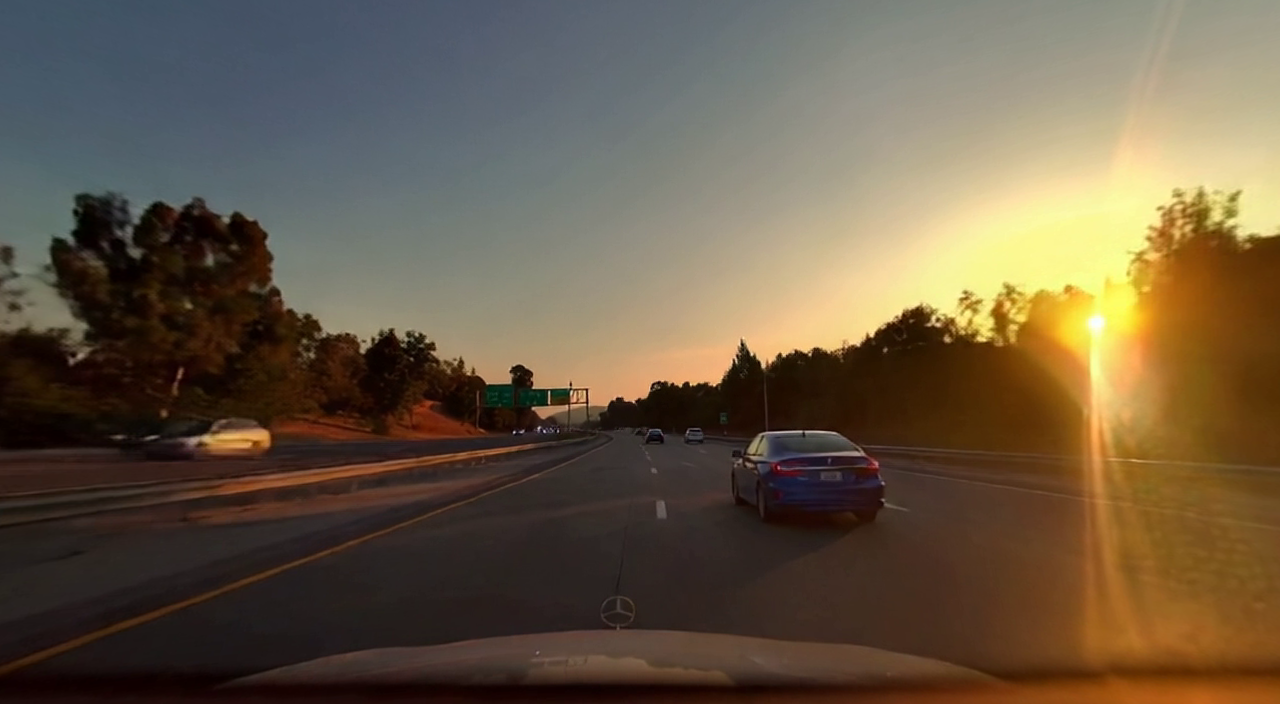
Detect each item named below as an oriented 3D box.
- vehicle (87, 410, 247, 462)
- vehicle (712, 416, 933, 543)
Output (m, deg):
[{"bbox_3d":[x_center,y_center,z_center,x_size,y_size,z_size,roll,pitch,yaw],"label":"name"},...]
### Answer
[{"bbox_3d":[-15.757,2.839,21.353,2.012,1.579,4.363,0,-8,1],"label":"vehicle"},{"bbox_3d":[2.338,1.742,9.379,1.977,1.443,4.225,0,-8,-1],"label":"vehicle"}]
